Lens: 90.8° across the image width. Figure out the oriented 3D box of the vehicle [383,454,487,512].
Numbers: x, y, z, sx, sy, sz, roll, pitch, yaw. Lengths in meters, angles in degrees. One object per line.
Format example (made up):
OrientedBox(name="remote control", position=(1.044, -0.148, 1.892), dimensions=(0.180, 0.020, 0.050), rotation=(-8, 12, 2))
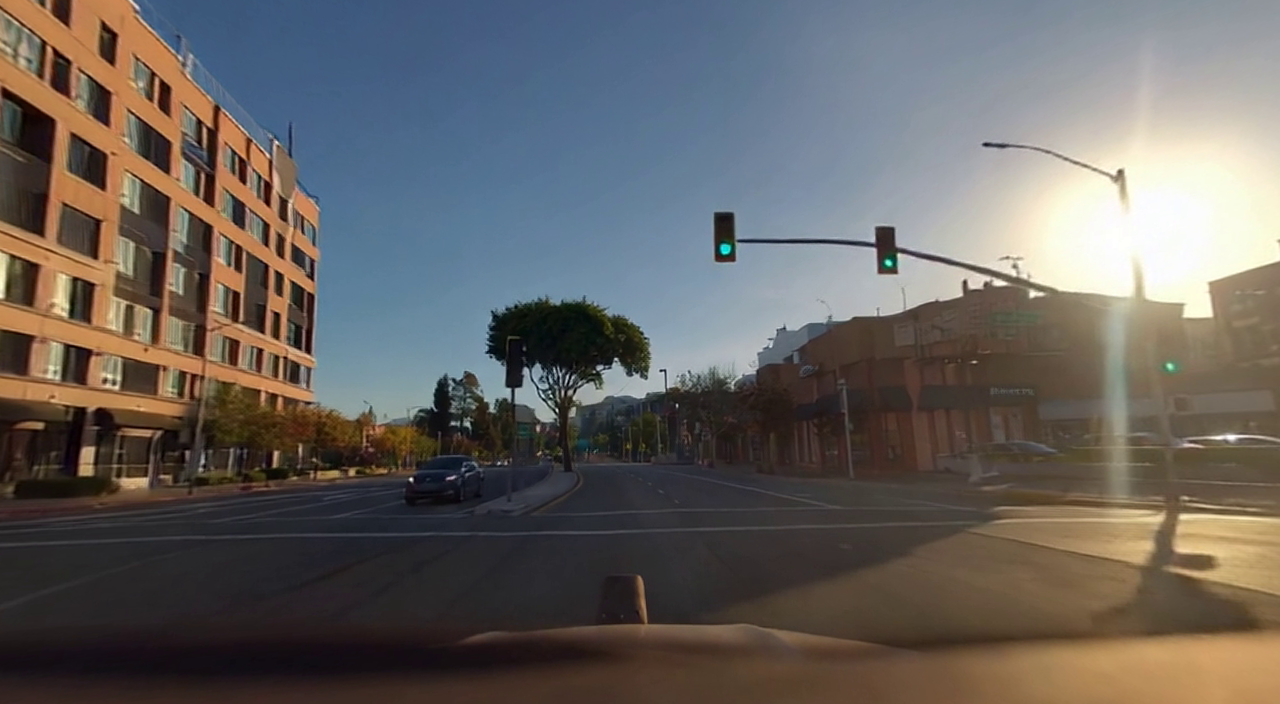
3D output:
OrientedBox(name="vehicle", position=(-5.900, 3.782, 18.760), dimensions=(1.894, 1.474, 4.332), rotation=(0, -9, -4))
